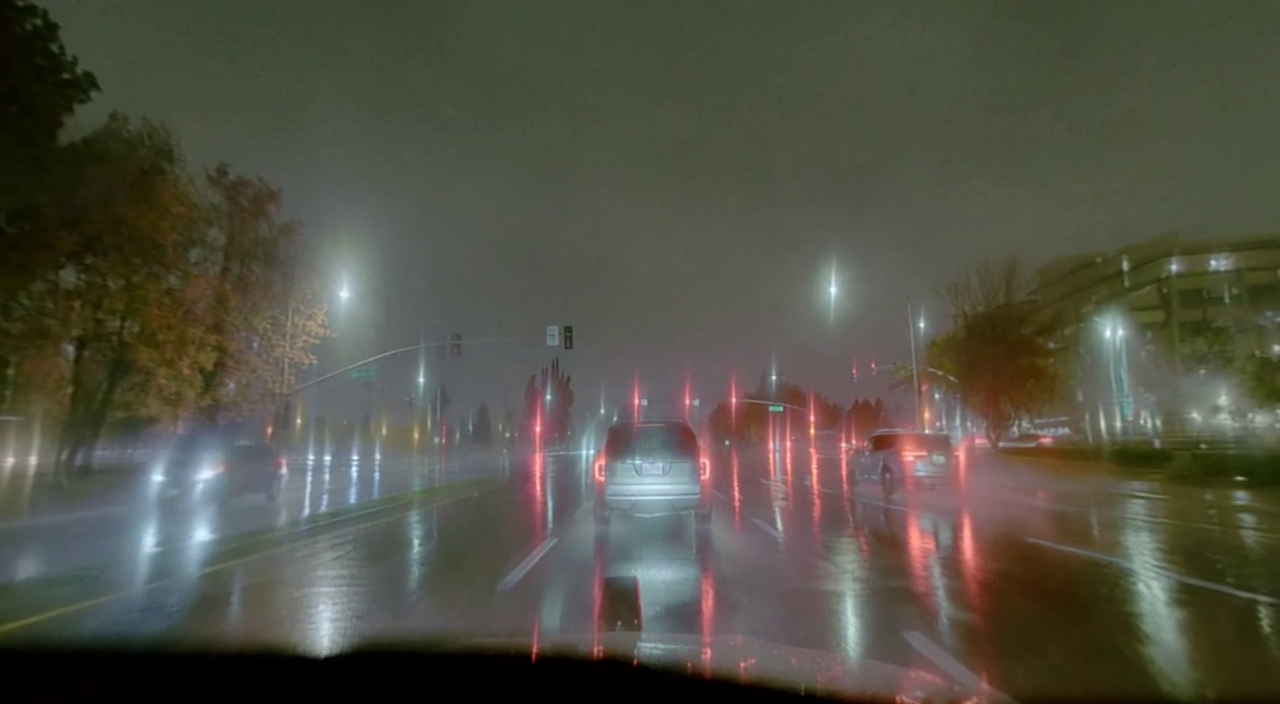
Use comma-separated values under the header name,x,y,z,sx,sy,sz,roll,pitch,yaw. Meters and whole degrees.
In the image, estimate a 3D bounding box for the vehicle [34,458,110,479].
name,x,y,z,sx,sy,sz,roll,pitch,yaw
vehicle,-40.237,8.241,44.850,3.386,1.456,2.024,0,-9,0

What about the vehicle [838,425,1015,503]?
name,x,y,z,sx,sy,sz,roll,pitch,yaw
vehicle,7.049,2.818,16.246,2.447,1.707,4.396,0,-9,0

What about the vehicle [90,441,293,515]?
name,x,y,z,sx,sy,sz,roll,pitch,yaw
vehicle,-11.257,3.159,16.437,2.209,1.627,4.582,1,-9,-5

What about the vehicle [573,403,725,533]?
name,x,y,z,sx,sy,sz,roll,pitch,yaw
vehicle,0.212,2.093,11.889,2.267,1.926,4.708,-1,-9,2
